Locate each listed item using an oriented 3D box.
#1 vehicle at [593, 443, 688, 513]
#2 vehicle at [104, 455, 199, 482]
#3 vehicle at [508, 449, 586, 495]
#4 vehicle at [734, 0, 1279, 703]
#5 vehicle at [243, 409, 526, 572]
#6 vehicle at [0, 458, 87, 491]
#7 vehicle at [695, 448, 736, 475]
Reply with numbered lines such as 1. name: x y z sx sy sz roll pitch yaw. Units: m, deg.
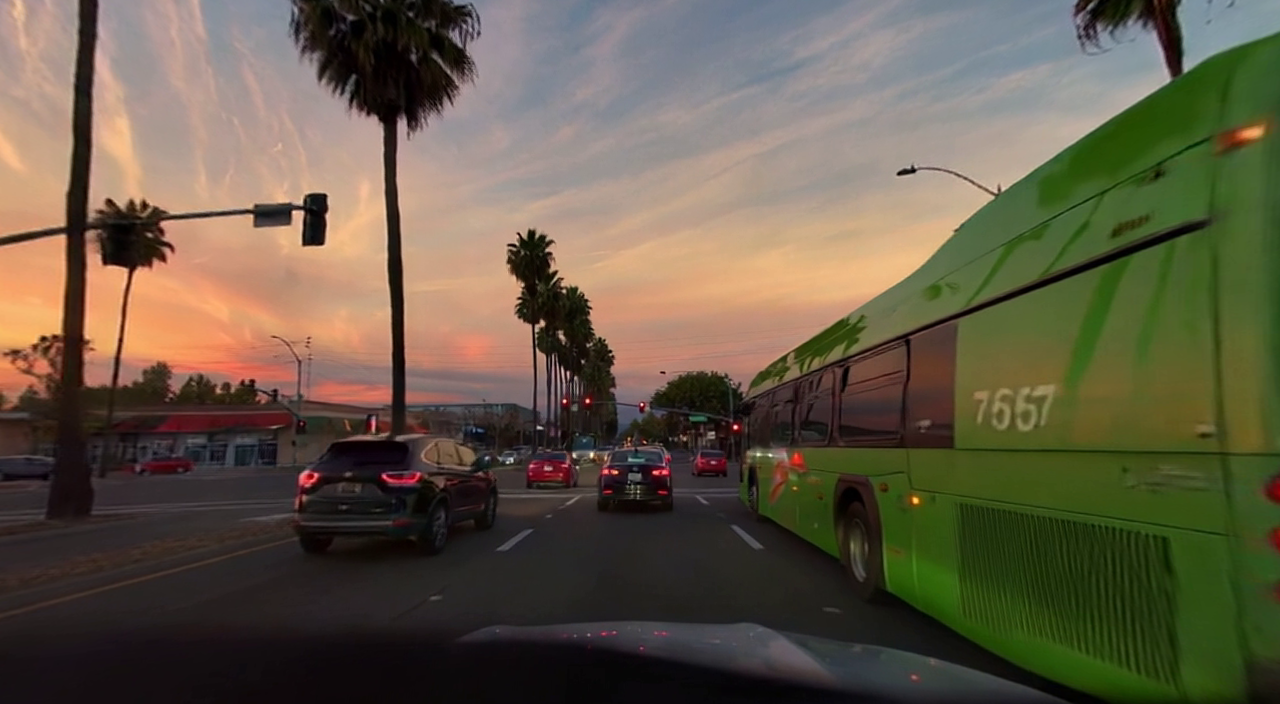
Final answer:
1. vehicle: 0.034 3.025 15.636 2.060 1.499 3.831 0 -9 1
2. vehicle: -34.737 8.297 45.043 4.872 1.622 2.022 -1 -8 -7
3. vehicle: -3.061 4.050 21.716 1.919 1.415 4.178 -1 -9 2
4. vehicle: 3.758 0.511 8.127 3.068 4.026 13.534 0 -9 0
5. vehicle: -3.353 1.945 9.709 2.145 1.824 4.974 0 -9 2
6. vehicle: -36.738 7.304 37.854 4.855 1.812 2.153 1 -9 -6
7. vehicle: 4.496 6.555 37.990 1.989 1.467 4.364 0 -9 1
